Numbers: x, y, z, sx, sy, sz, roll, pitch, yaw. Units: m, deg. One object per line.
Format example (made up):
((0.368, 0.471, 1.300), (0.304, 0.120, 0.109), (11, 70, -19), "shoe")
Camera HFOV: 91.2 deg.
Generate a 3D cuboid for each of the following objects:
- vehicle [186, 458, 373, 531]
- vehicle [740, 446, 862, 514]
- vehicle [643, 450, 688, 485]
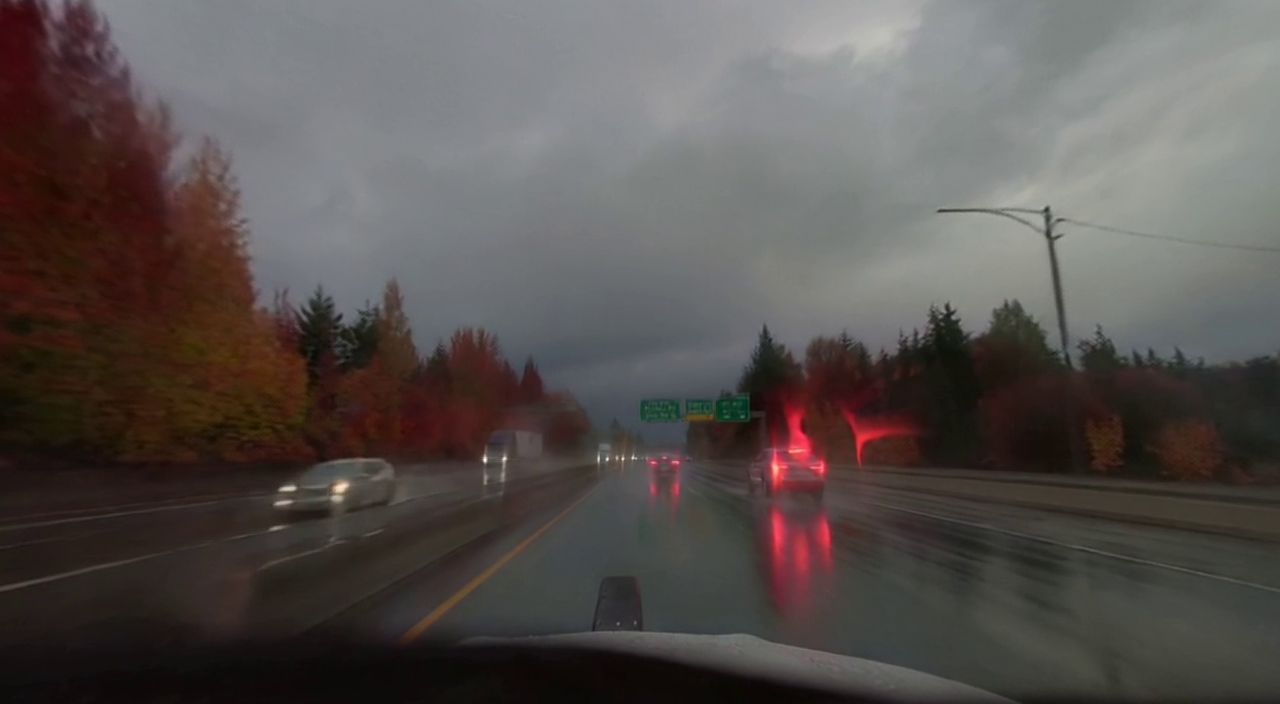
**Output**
((-8.911, 3.519, 16.101), (1.991, 1.505, 4.657), (0, -9, 0), "vehicle")
((4.093, 3.321, 16.774), (2.119, 1.557, 4.163), (0, -9, 0), "vehicle")
((1.199, 5.668, 31.101), (2.070, 1.546, 4.648), (0, -9, 1), "vehicle")
